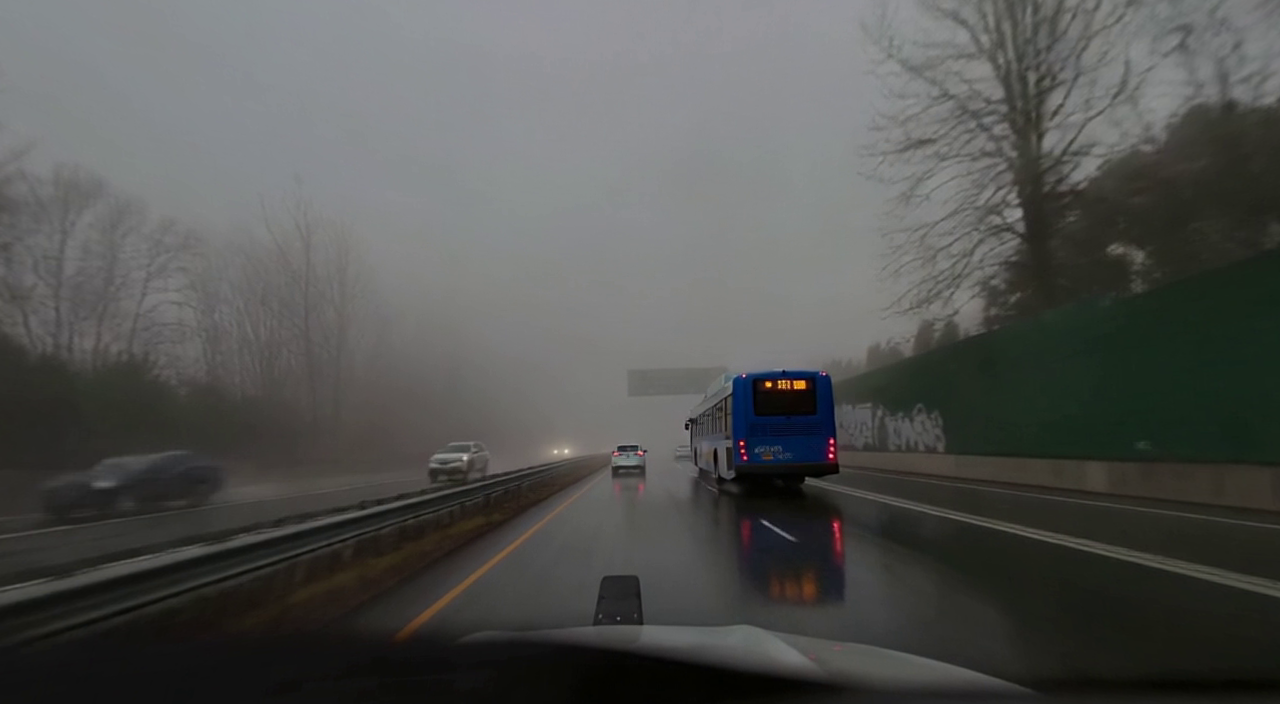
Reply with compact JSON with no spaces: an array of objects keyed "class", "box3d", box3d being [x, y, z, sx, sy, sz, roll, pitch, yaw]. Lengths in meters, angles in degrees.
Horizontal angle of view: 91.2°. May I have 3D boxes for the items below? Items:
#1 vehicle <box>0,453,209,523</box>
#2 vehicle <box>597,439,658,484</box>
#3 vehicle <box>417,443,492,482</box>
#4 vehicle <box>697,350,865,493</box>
[{"class":"vehicle","box3d":[-12.901,3.234,15.425,1.813,1.456,3.830,-1,-9,1]},{"class":"vehicle","box3d":[-0.397,4.195,24.204,2.160,1.532,4.073,-1,-9,1]},{"class":"vehicle","box3d":[-8.502,5.107,29.193,2.064,1.648,4.371,-1,-9,1]},{"class":"vehicle","box3d":[3.987,2.637,21.584,3.055,3.479,12.521,-1,-9,1]}]
